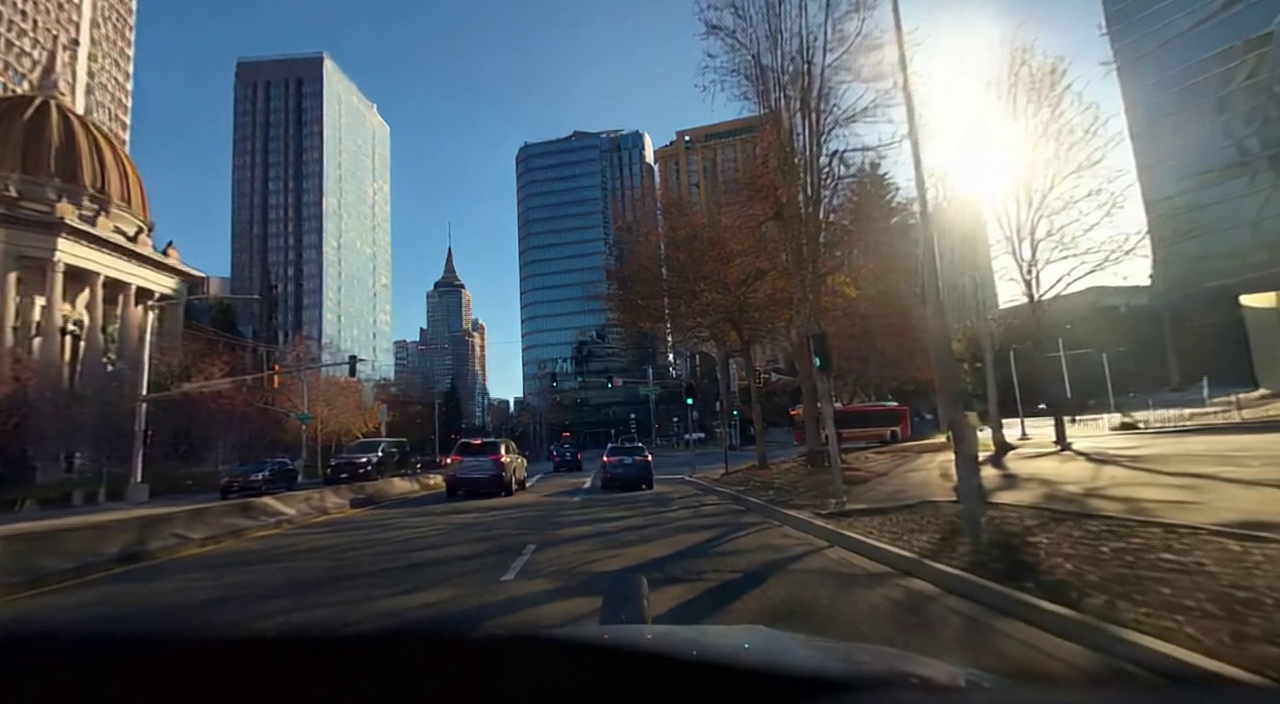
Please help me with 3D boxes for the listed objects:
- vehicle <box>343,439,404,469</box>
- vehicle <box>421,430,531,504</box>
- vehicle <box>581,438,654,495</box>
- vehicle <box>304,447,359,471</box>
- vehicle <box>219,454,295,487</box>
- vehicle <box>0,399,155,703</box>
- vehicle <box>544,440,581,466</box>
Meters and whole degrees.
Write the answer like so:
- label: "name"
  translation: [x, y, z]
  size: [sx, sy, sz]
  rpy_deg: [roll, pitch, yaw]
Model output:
- label: "vehicle"
  translation: [-19.941, 7.668, 47.601]
  size: [2.271, 2.076, 6.147]
  rpy_deg: [1, -9, -4]
- label: "vehicle"
  translation: [-4.001, 2.858, 16.053]
  size: [1.848, 1.641, 3.686]
  rpy_deg: [0, -9, -1]
- label: "vehicle"
  translation: [-0.652, 3.362, 18.780]
  size: [1.933, 1.504, 3.802]
  rpy_deg: [0, -9, -2]
- label: "vehicle"
  translation: [-24.152, 8.355, 49.614]
  size: [1.928, 1.805, 5.236]
  rpy_deg: [1, -9, -4]
- label: "vehicle"
  translation: [-22.942, 7.054, 38.011]
  size: [1.881, 1.792, 4.640]
  rpy_deg: [1, -9, -4]
- label: "vehicle"
  translation: [-3.414, 0.689, 0.799]
  size: [1.970, 1.489, 4.532]
  rpy_deg: [0, -9, 0]
- label: "vehicle"
  translation: [-4.768, 6.225, 39.119]
  size: [1.961, 1.517, 4.202]
  rpy_deg: [1, -9, -3]
